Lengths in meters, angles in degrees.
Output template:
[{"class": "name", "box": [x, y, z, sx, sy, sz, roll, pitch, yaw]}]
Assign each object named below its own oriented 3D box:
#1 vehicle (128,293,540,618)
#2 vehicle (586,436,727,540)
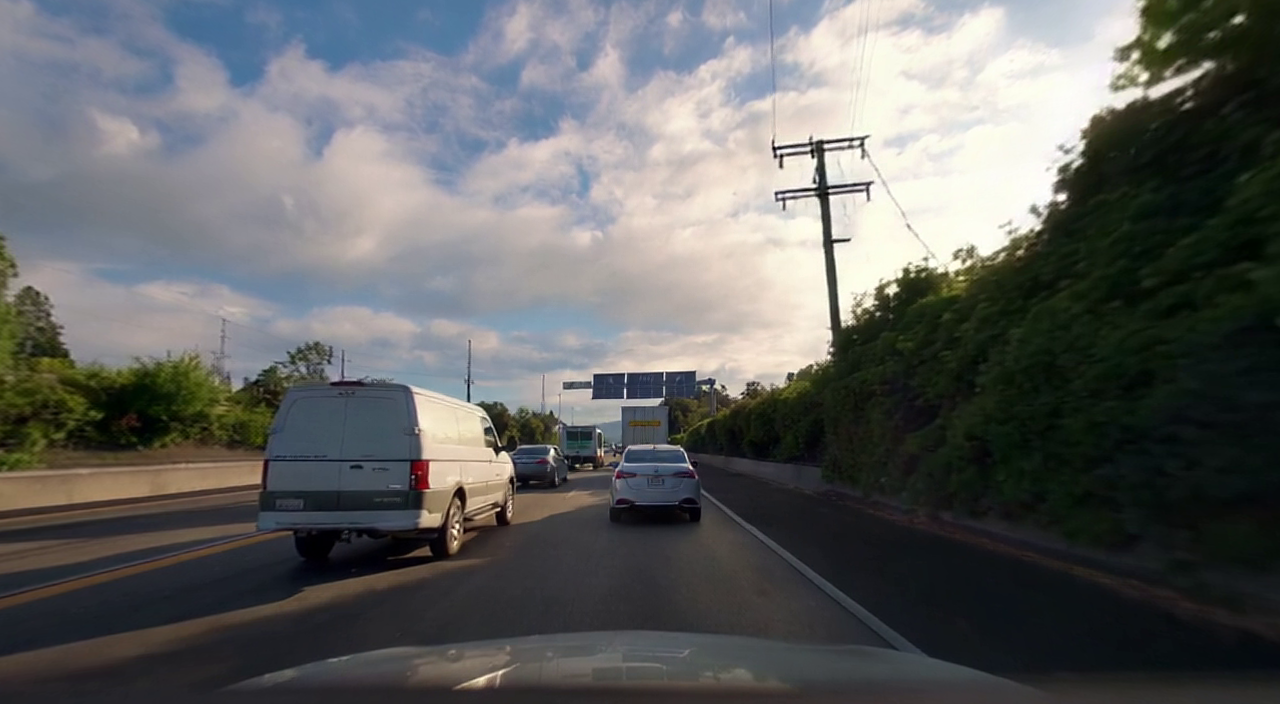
[{"class": "vehicle", "box": [-3.089, 1.353, 8.753, 2.289, 2.757, 6.726, 0, -9, 0]}, {"class": "vehicle", "box": [0.227, 2.272, 11.087, 2.063, 1.507, 3.488, 0, -9, -1]}]
